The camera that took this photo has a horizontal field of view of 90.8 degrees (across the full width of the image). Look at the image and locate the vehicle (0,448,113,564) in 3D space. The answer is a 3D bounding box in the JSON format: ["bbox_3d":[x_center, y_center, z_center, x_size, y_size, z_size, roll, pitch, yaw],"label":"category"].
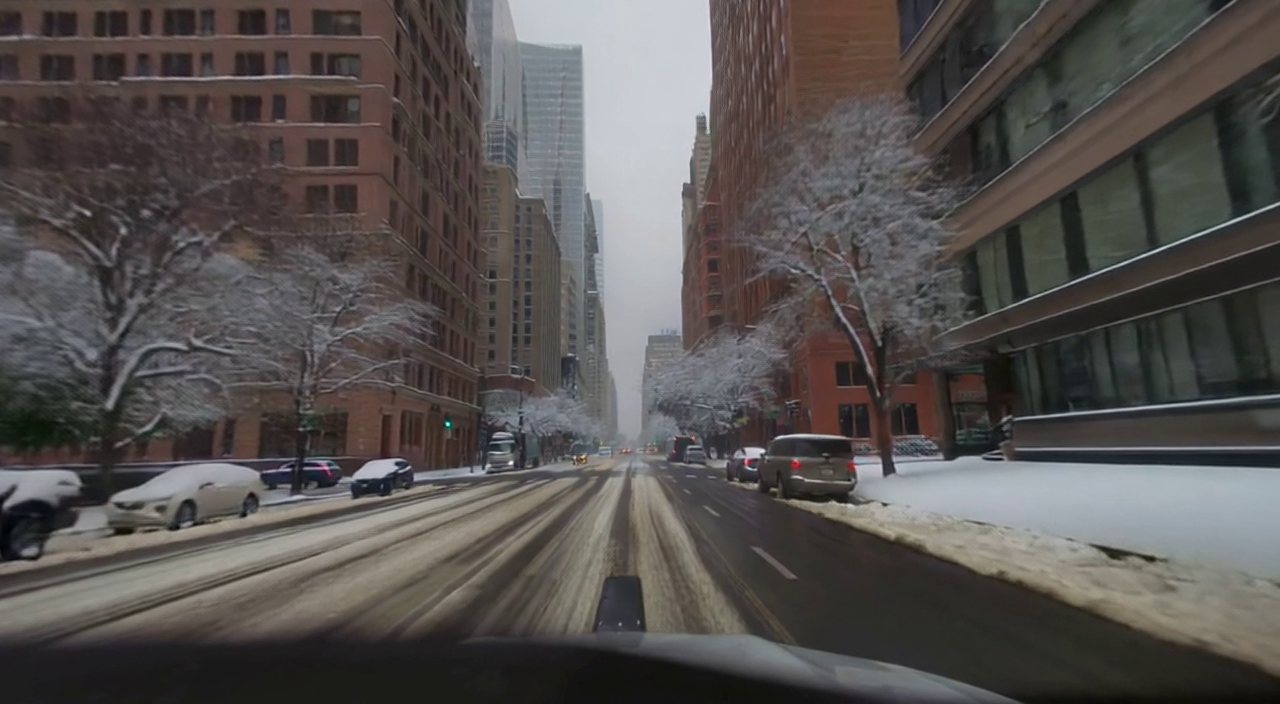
[{"bbox_3d":[-11.232,2.458,9.559,1.970,1.828,5.519,-4,-8,-2],"label":"vehicle"}]

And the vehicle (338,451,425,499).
[{"bbox_3d":[-11.192,5.326,27.728,2.039,1.770,4.445,-3,-9,-1],"label":"vehicle"}]

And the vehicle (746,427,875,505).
[{"bbox_3d":[4.712,3.253,18.512,2.237,1.908,5.320,0,-9,0],"label":"vehicle"}]

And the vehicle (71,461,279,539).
[{"bbox_3d":[-11.316,3.585,15.873,2.007,1.511,4.280,-4,-10,0],"label":"vehicle"}]
